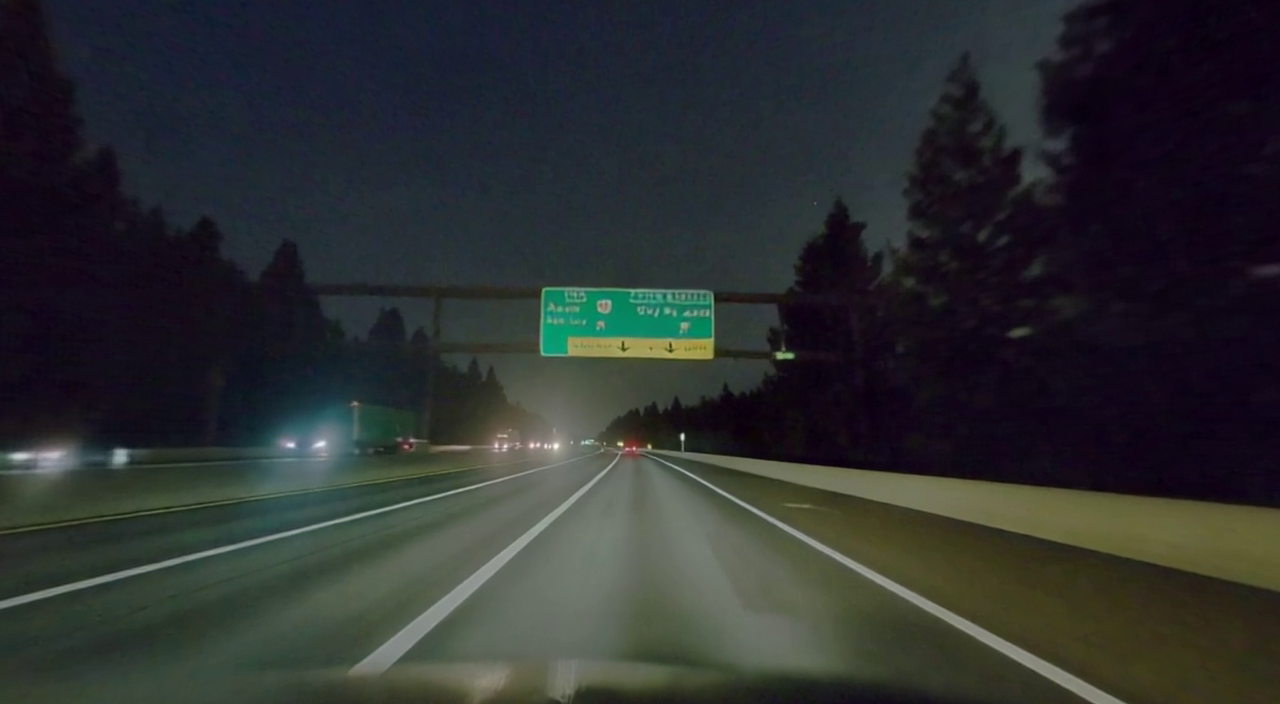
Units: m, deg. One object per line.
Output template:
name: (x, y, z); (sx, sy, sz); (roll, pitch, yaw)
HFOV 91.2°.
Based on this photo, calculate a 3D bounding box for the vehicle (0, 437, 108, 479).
vehicle: (-24.122, 4.205, 25.060); (1.808, 1.515, 4.455); (0, -9, 0)

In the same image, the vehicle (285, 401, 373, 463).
vehicle: (-21.327, 5.574, 43.475); (3.036, 3.953, 5.859); (0, -8, -1)
